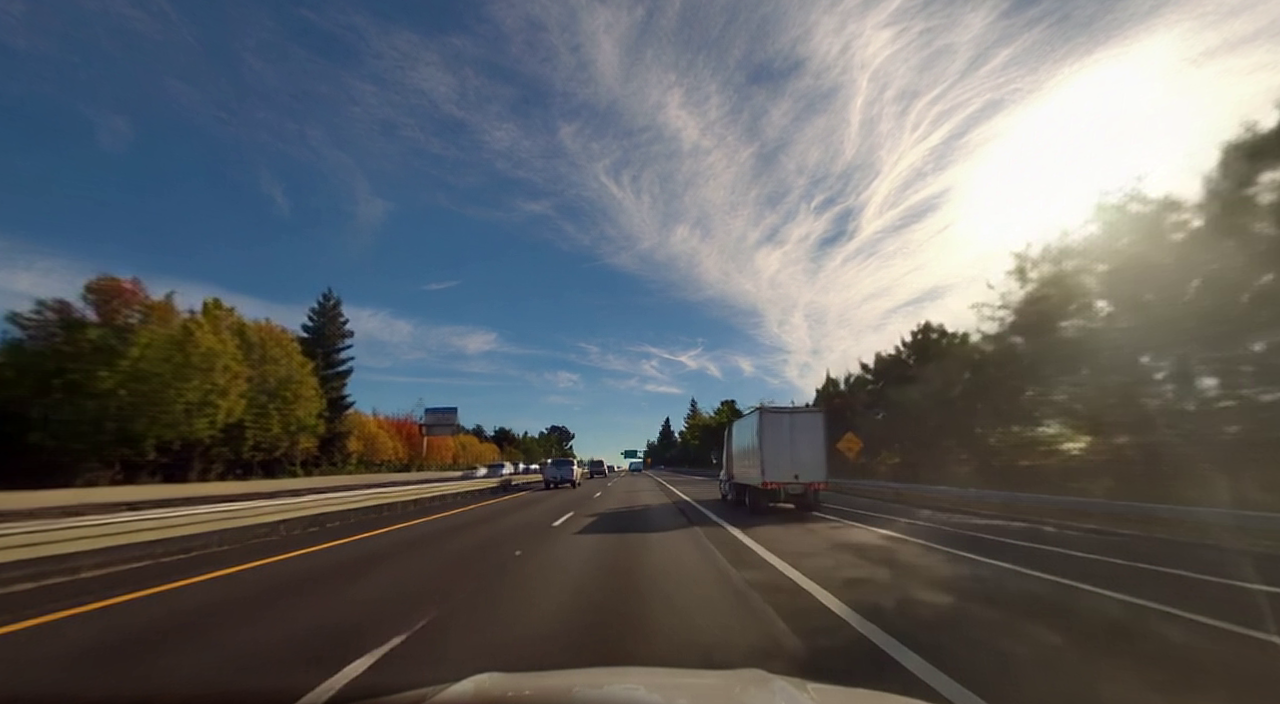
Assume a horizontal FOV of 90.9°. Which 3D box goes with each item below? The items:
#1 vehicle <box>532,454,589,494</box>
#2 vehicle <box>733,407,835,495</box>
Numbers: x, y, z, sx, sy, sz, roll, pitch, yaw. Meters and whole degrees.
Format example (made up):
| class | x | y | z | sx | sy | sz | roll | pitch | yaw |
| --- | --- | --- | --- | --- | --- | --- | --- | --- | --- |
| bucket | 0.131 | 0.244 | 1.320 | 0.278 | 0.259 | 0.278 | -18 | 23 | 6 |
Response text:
| class | x | y | z | sx | sy | sz | roll | pitch | yaw |
| --- | --- | --- | --- | --- | --- | --- | --- | --- | --- |
| vehicle | -4.016 | 6.307 | 32.669 | 2.272 | 1.873 | 4.832 | 1 | -11 | 0 |
| vehicle | 7.415 | 5.623 | 34.143 | 3.235 | 4.088 | 9.243 | 1 | -12 | 0 |
